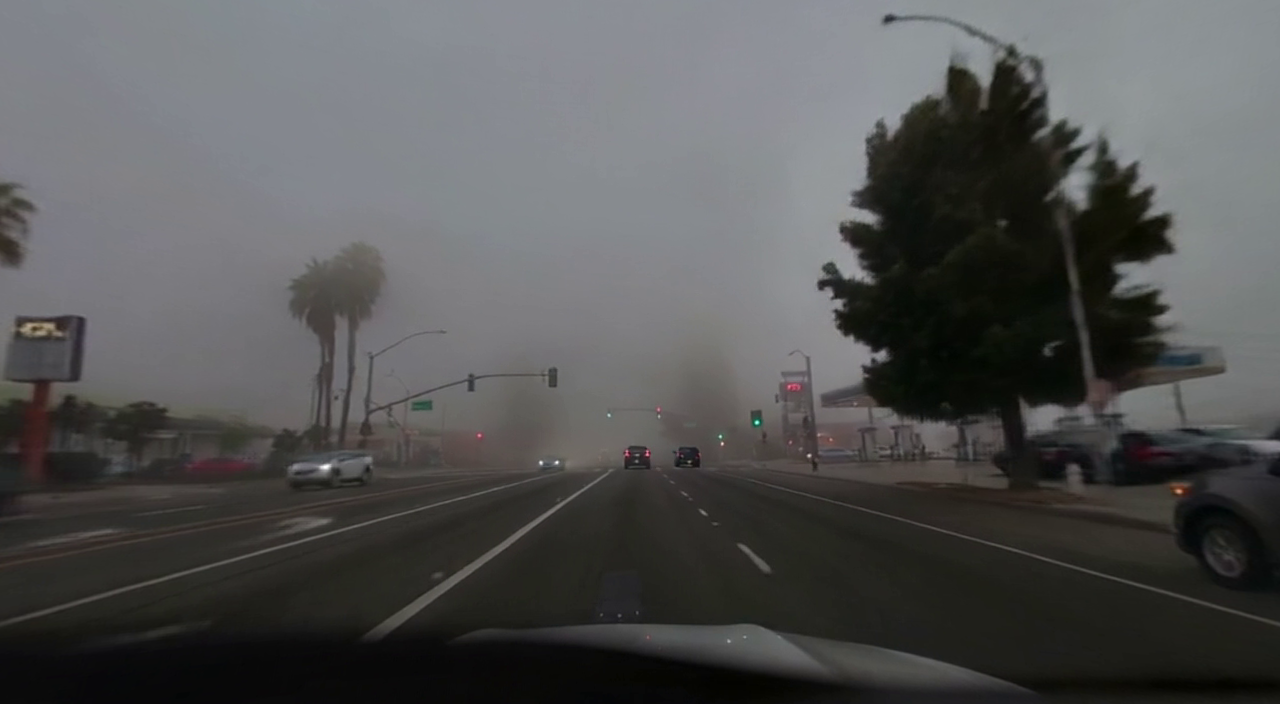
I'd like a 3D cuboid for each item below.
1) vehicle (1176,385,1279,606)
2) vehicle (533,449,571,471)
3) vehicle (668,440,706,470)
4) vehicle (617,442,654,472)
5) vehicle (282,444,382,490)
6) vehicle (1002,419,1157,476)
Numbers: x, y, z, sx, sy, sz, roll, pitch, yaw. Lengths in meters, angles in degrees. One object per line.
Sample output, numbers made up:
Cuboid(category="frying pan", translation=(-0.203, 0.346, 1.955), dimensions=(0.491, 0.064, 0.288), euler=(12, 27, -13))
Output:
Cuboid(category="vehicle", translation=(6.360, 0.951, 3.692), dimensions=(2.066, 1.807, 4.893), euler=(0, -9, -1))
Cuboid(category="vehicle", translation=(-6.204, 7.680, 45.191), dimensions=(1.979, 1.480, 4.553), euler=(0, -9, 1))
Cuboid(category="vehicle", translation=(3.160, 7.099, 43.804), dimensions=(2.190, 1.913, 5.174), euler=(0, -9, -1))
Cuboid(category="vehicle", translation=(-0.271, 6.637, 40.174), dimensions=(2.177, 1.754, 3.815), euler=(0, -9, 0))
Cuboid(category="vehicle", translation=(-13.311, 4.974, 27.724), dimensions=(2.111, 1.791, 4.542), euler=(0, -9, 0))
Cuboid(category="vehicle", translation=(15.895, 3.503, 23.304), dimensions=(2.144, 1.816, 4.688), euler=(-1, -8, -2))
